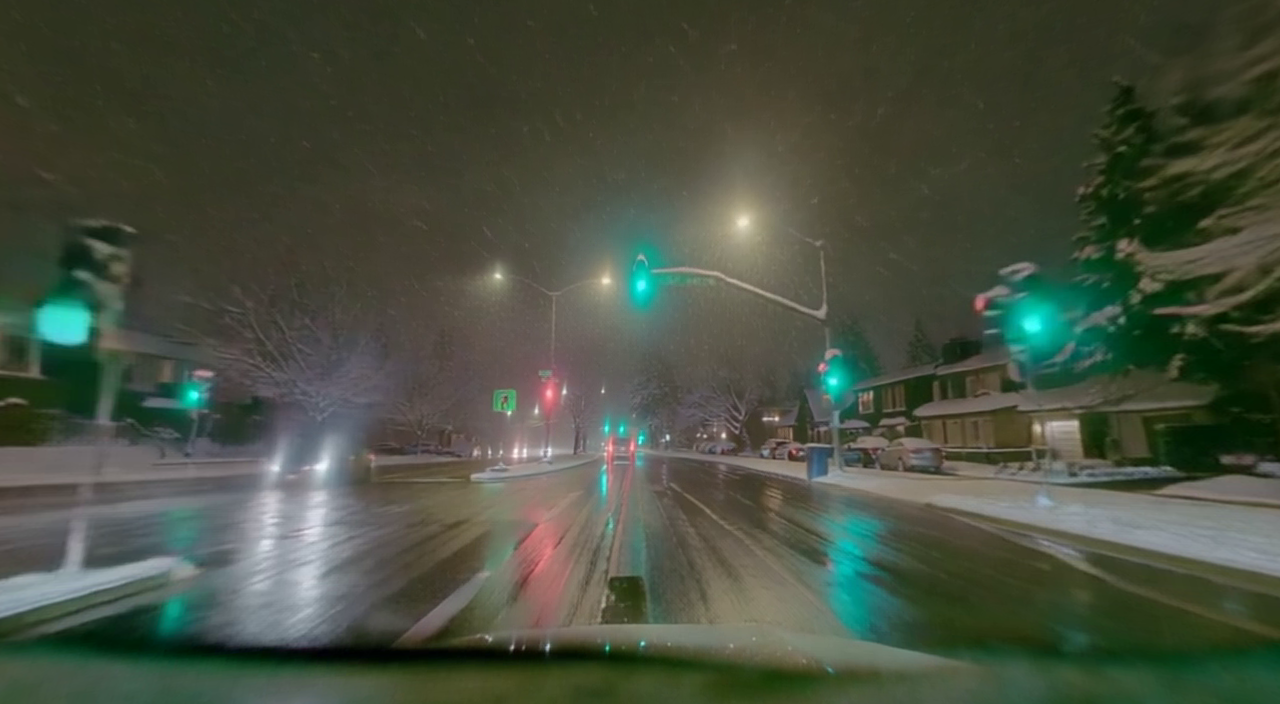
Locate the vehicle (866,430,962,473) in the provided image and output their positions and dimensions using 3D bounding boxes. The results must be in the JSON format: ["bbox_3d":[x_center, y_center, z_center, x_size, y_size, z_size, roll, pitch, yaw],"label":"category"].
[{"bbox_3d":[11.668,4.272,27.234,2.018,1.665,4.576,0,-8,-1],"label":"vehicle"}]

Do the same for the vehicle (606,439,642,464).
[{"bbox_3d":[-0.976,6.069,38.612,2.113,1.462,4.203,0,-8,-1],"label":"vehicle"}]

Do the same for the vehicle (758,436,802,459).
[{"bbox_3d":[10.776,7.404,48.910,2.156,1.689,4.774,0,-8,-1],"label":"vehicle"}]

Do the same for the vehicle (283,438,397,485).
[{"bbox_3d":[-10.669,3.910,22.873,1.995,1.485,4.560,0,-8,-1],"label":"vehicle"}]

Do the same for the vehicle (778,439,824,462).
[{"bbox_3d":[11.048,6.771,43.473,1.838,1.443,4.563,0,-8,-2],"label":"vehicle"}]
